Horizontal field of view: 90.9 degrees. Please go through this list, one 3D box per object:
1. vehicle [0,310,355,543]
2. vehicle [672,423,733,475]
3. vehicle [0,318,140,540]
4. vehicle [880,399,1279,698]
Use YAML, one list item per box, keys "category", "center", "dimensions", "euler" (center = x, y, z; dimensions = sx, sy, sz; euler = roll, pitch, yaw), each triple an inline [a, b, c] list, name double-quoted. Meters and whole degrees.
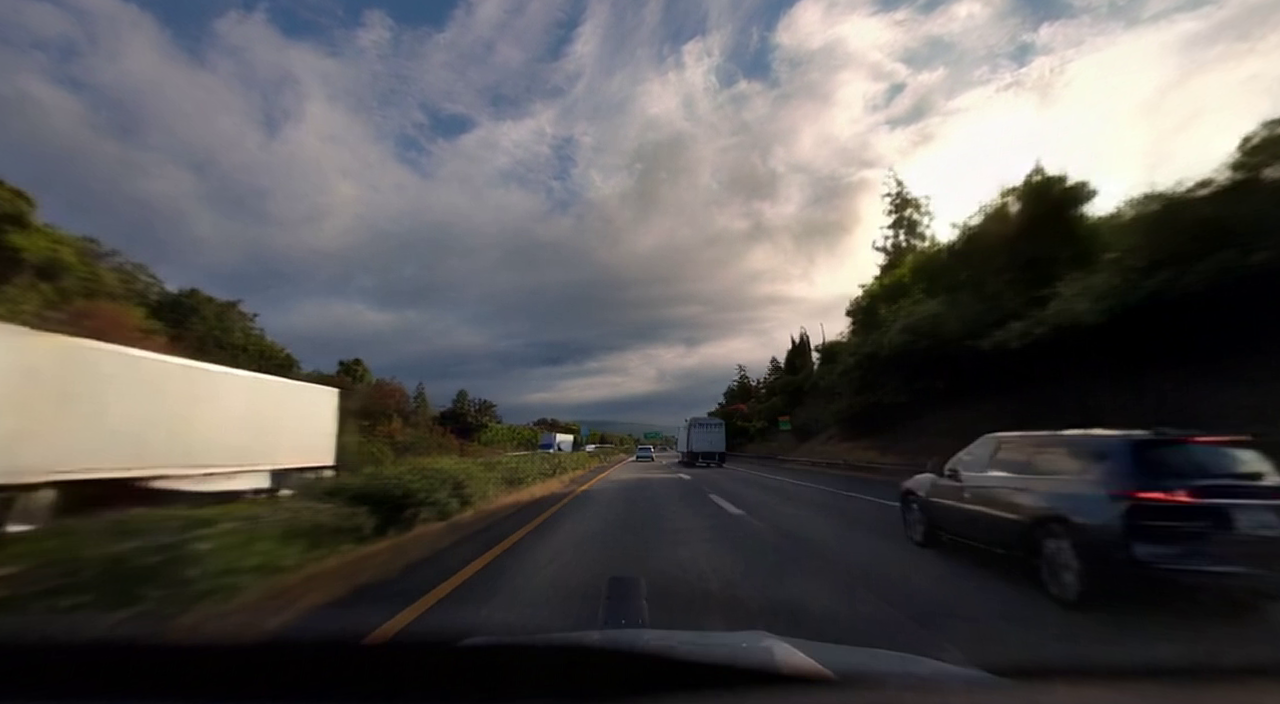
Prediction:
- category: "vehicle"
  center: [-13.146, 2.382, 18.057]
  dimensions: [3.320, 4.162, 14.099]
  euler: [0, -9, 0]
- category: "vehicle"
  center: [3.196, 5.122, 33.464]
  dimensions: [2.423, 2.517, 5.055]
  euler: [0, -9, -3]
- category: "vehicle"
  center: [-13.124, 1.409, 11.492]
  dimensions: [2.915, 4.016, 5.822]
  euler: [0, -9, 1]
- category: "vehicle"
  center: [3.836, 1.316, 5.302]
  dimensions: [2.043, 1.542, 3.881]
  euler: [0, -9, -1]
